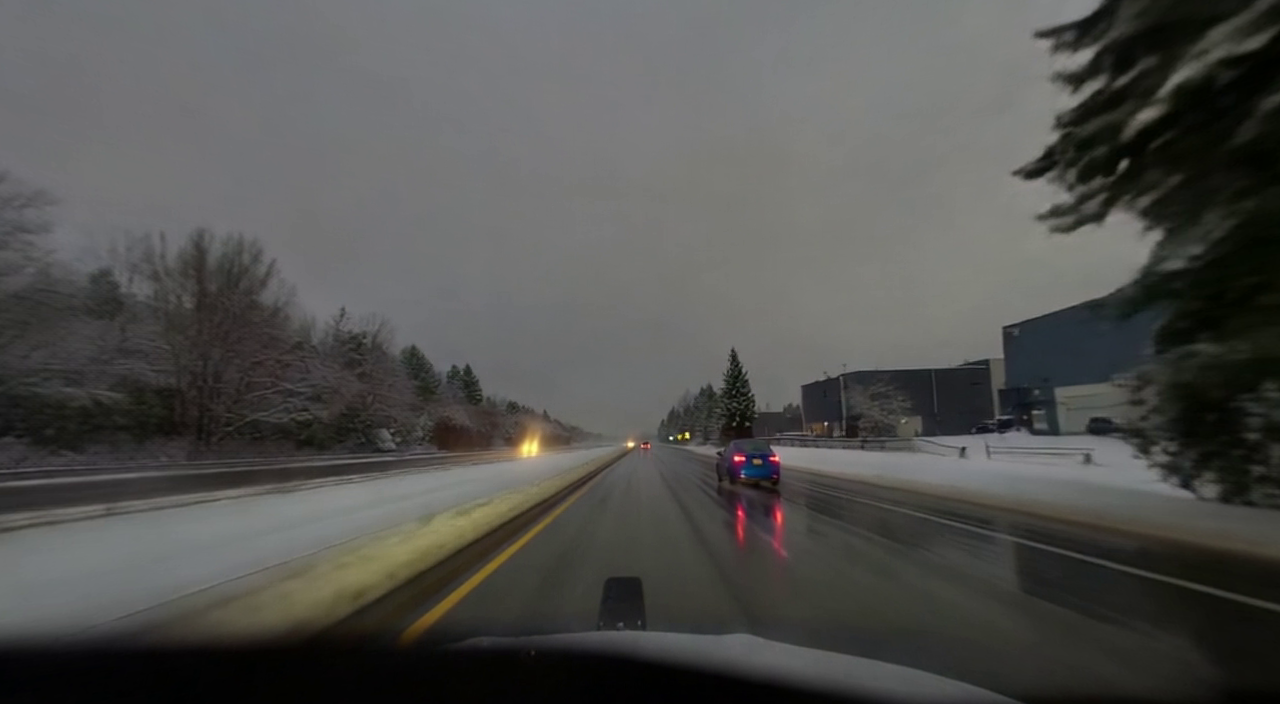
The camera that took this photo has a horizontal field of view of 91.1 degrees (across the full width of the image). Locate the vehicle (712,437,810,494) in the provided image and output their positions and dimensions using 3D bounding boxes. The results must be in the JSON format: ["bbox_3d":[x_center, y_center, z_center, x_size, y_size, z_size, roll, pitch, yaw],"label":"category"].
[{"bbox_3d":[3.520,3.378,19.091,2.079,1.531,3.997,0,-8,-1],"label":"vehicle"}]
